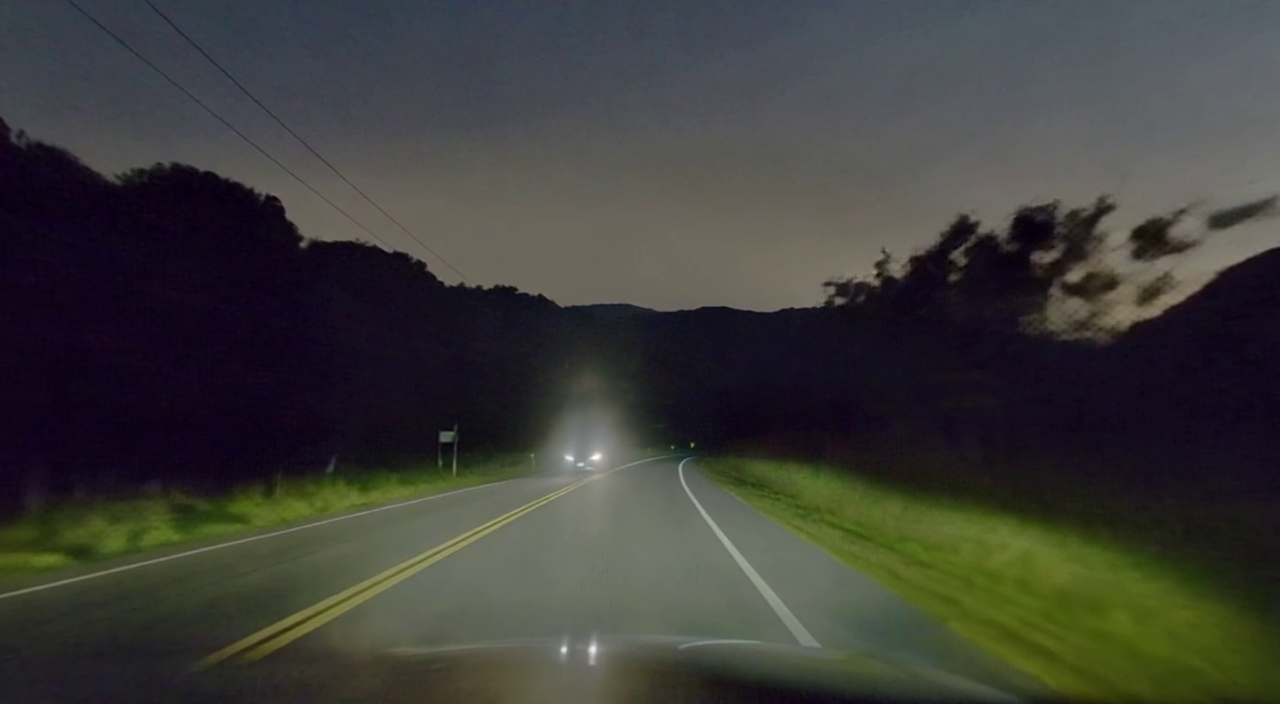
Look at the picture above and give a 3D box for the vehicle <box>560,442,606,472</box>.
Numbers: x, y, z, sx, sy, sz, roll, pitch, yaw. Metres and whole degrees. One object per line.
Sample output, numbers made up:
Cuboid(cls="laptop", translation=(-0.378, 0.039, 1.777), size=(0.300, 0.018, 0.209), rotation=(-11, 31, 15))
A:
Cuboid(cls="vehicle", translation=(-3.366, 6.276, 38.035), size=(2.103, 1.679, 4.081), rotation=(-1, -9, 4))
